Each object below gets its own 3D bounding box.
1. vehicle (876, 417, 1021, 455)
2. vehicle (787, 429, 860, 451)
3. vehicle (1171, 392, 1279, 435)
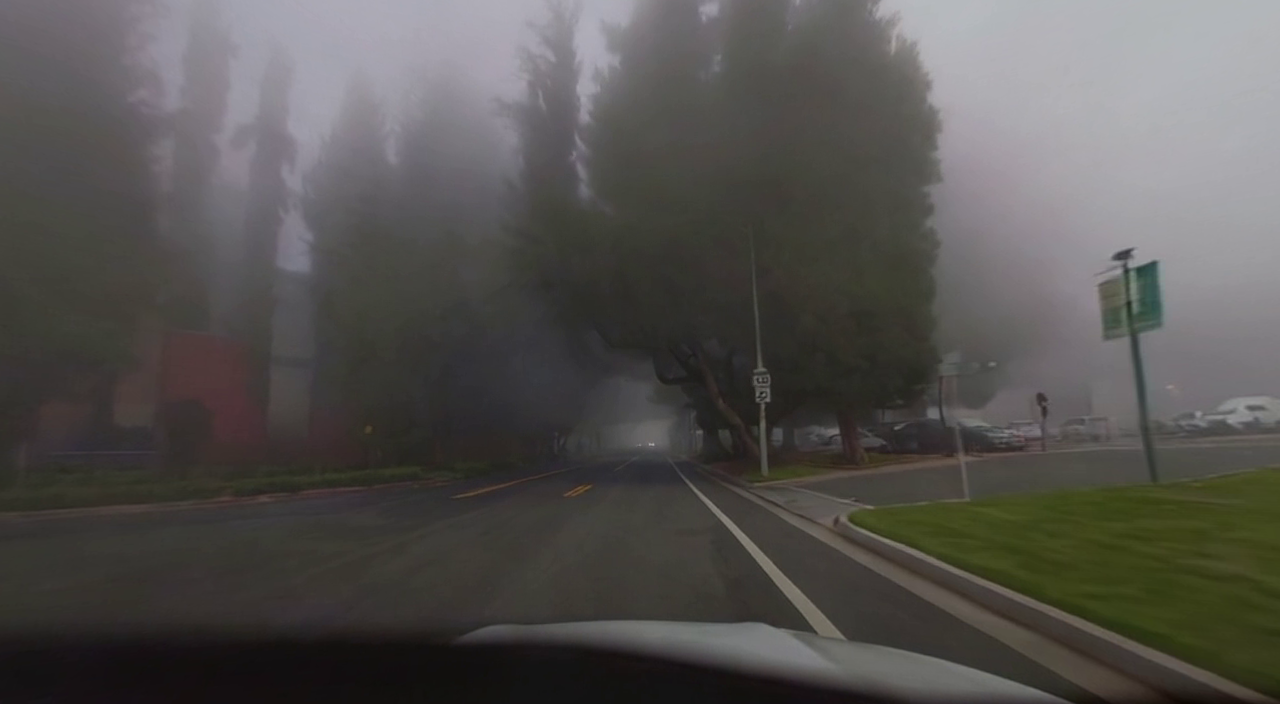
[{"bbox_3d":[12.772,3.528,26.356,4.955,1.489,2.002,0,-8,1],"label":"vehicle"},{"bbox_3d":[13.130,6.338,45.339,4.529,1.490,2.168,1,-8,-5],"label":"vehicle"},{"bbox_3d":[27.255,2.894,28.835,1.850,1.706,4.610,0,-8,0],"label":"vehicle"}]
